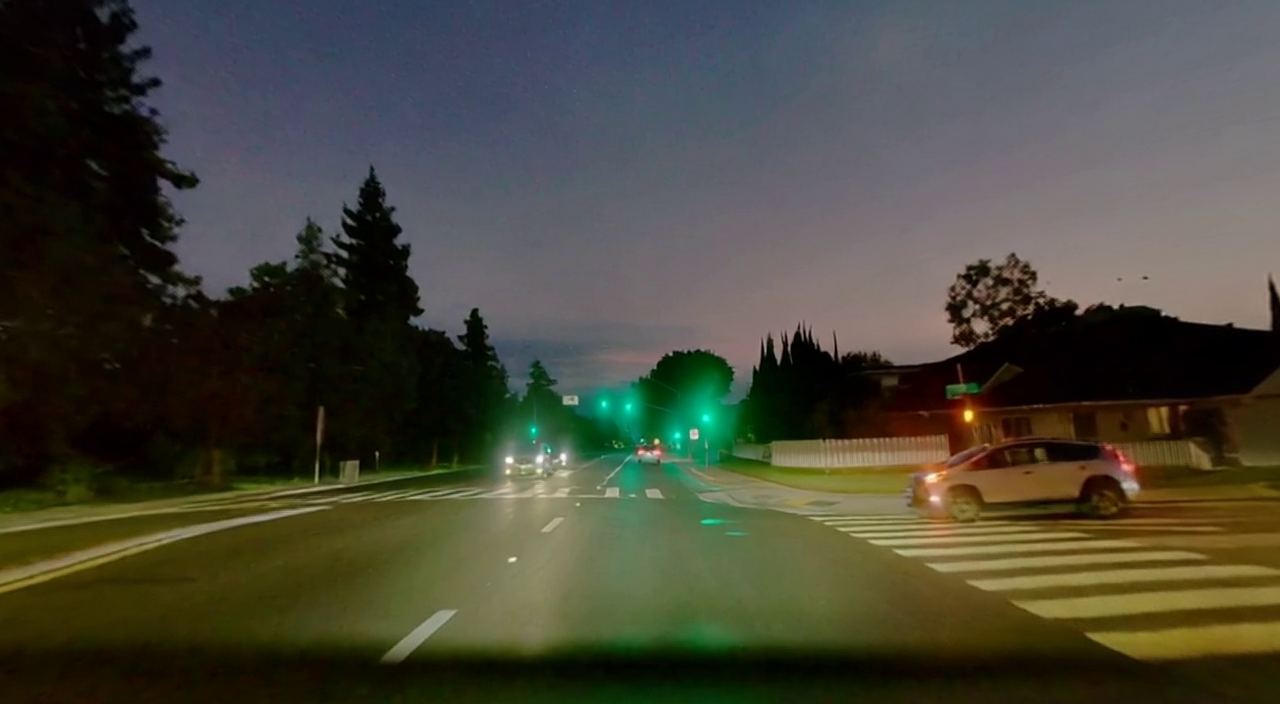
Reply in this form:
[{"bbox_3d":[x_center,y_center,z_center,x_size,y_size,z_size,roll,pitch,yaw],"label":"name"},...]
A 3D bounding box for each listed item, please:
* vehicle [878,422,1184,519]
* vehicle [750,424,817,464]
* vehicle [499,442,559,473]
[{"bbox_3d":[7.784,2.418,13.326,4.906,1.729,2.414,-2,-9,16],"label":"vehicle"},{"bbox_3d":[8.495,5.561,38.105,2.649,2.151,6.555,0,-8,1],"label":"vehicle"},{"bbox_3d":[-5.570,5.338,32.200,2.078,1.467,4.376,0,-8,2],"label":"vehicle"}]
